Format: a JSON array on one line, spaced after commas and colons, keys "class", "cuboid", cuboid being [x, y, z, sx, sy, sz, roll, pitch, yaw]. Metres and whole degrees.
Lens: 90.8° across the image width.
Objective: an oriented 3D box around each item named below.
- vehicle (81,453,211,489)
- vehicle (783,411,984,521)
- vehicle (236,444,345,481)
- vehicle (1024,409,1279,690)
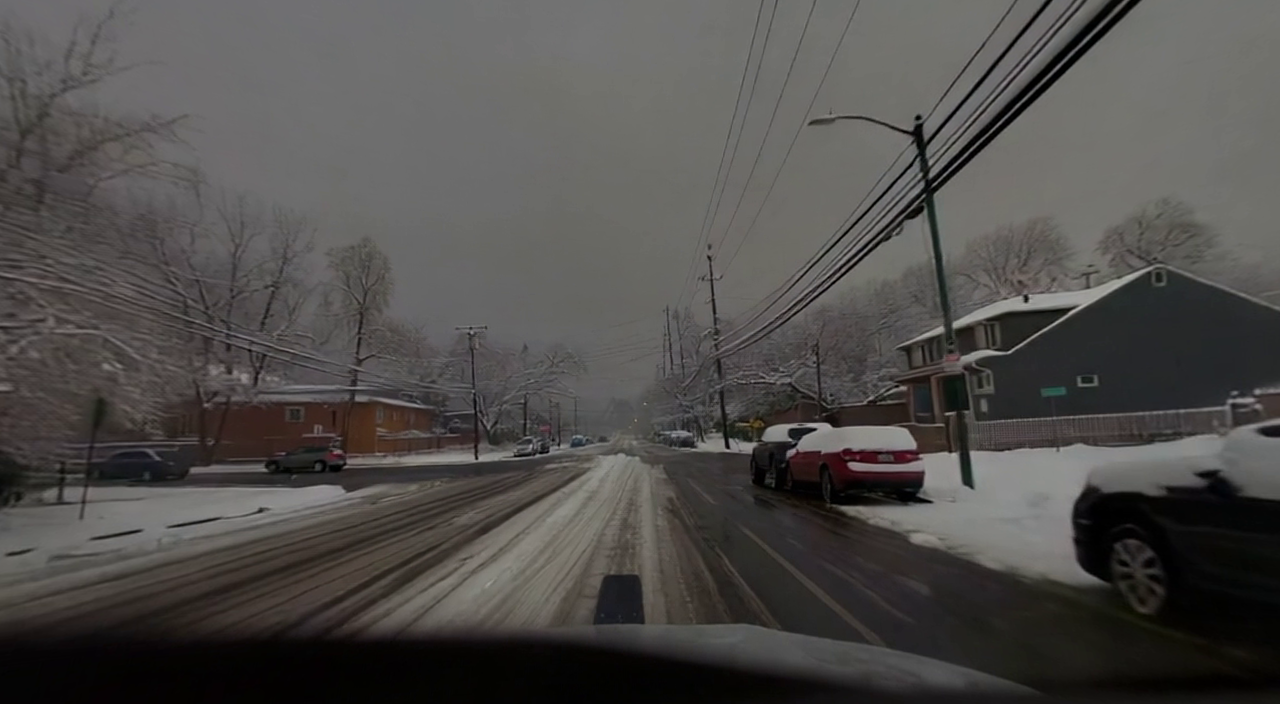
[{"class": "vehicle", "cuboid": [-23.369, 5.582, 30.022, 4.621, 1.484, 1.827, 8, -11, -42]}, {"class": "vehicle", "cuboid": [4.511, 2.200, 12.725, 1.980, 1.773, 4.853, 0, -8, -2]}, {"class": "vehicle", "cuboid": [-18.888, 5.915, 34.286, 4.676, 1.846, 1.967, 8, -12, -44]}, {"class": "vehicle", "cuboid": [4.525, 1.040, 3.160, 2.001, 1.532, 5.029, 0, -8, -1]}]
